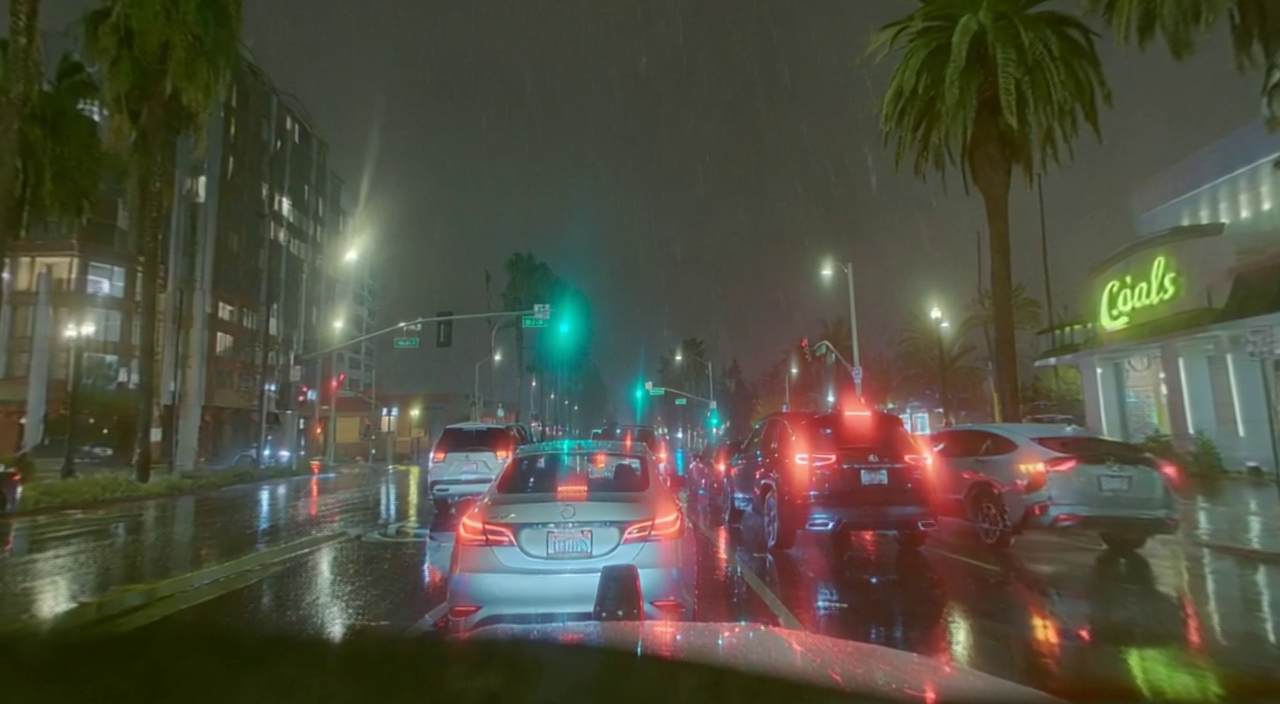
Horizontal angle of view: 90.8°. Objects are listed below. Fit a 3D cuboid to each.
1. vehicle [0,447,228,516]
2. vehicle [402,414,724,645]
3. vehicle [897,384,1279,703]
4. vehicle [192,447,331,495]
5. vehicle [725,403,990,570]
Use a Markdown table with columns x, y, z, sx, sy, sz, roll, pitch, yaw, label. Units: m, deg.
| x | y | z | sx | sy | sz | roll | pitch | yaw | label |
| --- | --- | --- | --- | --- | --- | --- | --- | --- | --- |
| -12.847 | 3.134 | 15.931 | 1.870 | 1.475 | 4.531 | 0 | -9 | 0 | vehicle |
| -0.514 | 1.468 | 6.230 | 2.096 | 1.492 | 4.071 | 0 | -9 | 0 | vehicle |
| 2.612 | 0.809 | 1.485 | 2.085 | 1.469 | 4.458 | 0 | -9 | -1 | vehicle |
| -12.855 | 4.023 | 21.875 | 1.856 | 1.455 | 4.700 | 0 | -9 | 1 | vehicle |
| 2.643 | 1.772 | 9.059 | 2.096 | 1.775 | 4.440 | 0 | -9 | -2 | vehicle |
